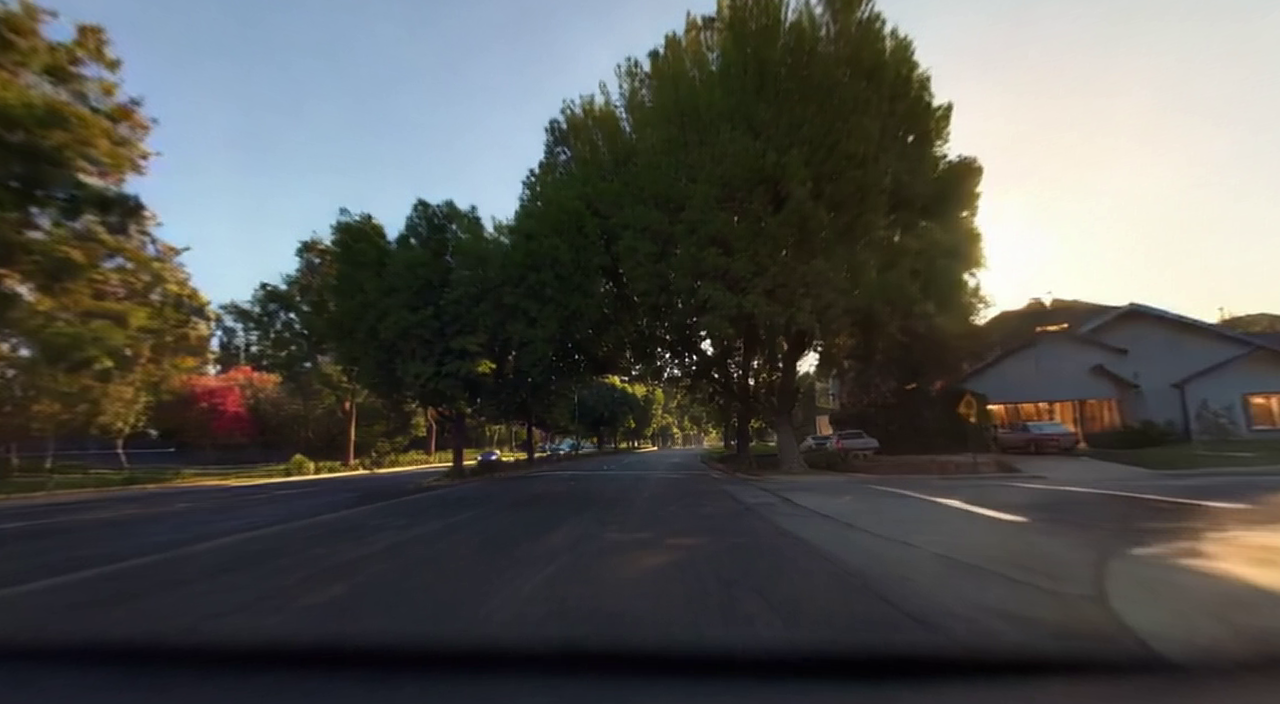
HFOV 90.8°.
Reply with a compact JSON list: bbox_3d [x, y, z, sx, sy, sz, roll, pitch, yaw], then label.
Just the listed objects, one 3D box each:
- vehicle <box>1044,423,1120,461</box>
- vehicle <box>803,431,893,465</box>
[{"bbox_3d":[20.216,4.061,28.809,4.241,1.560,1.979,7,-10,-45],"label":"vehicle"},{"bbox_3d":[11.284,5.210,34.627,2.199,1.661,4.495,4,-8,-25],"label":"vehicle"}]
